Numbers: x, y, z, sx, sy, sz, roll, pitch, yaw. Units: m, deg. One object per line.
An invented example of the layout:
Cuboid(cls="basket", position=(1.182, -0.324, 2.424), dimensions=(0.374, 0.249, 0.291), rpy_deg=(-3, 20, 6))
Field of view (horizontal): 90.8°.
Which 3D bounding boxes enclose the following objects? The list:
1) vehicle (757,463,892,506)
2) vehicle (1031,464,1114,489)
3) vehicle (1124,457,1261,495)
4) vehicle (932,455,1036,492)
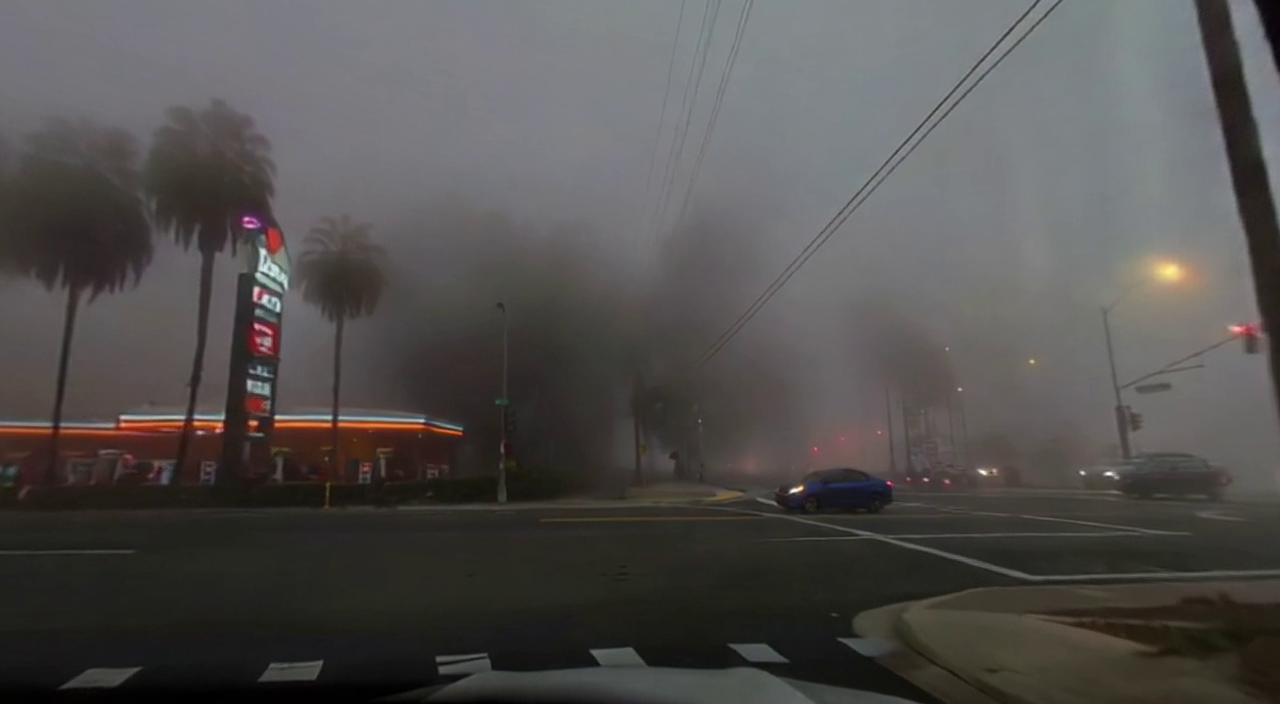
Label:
Cuboid(cls="vehicle", position=(7.083, 5.092, 24.507), dimensions=(4.570, 1.480, 1.873), rpy_deg=(1, -9, -7))
Cuboid(cls="vehicle", position=(29.196, 8.424, 42.838), dimensions=(2.074, 1.480, 4.369), rpy_deg=(1, -9, -10))
Cuboid(cls="vehicle", position=(32.853, 7.352, 37.930), dimensions=(2.490, 1.958, 5.823), rpy_deg=(1, -9, -8))
Cuboid(cls="vehicle", position=(20.041, 7.066, 36.910), dimensions=(4.880, 1.754, 2.202), rpy_deg=(0, -5, -9))
